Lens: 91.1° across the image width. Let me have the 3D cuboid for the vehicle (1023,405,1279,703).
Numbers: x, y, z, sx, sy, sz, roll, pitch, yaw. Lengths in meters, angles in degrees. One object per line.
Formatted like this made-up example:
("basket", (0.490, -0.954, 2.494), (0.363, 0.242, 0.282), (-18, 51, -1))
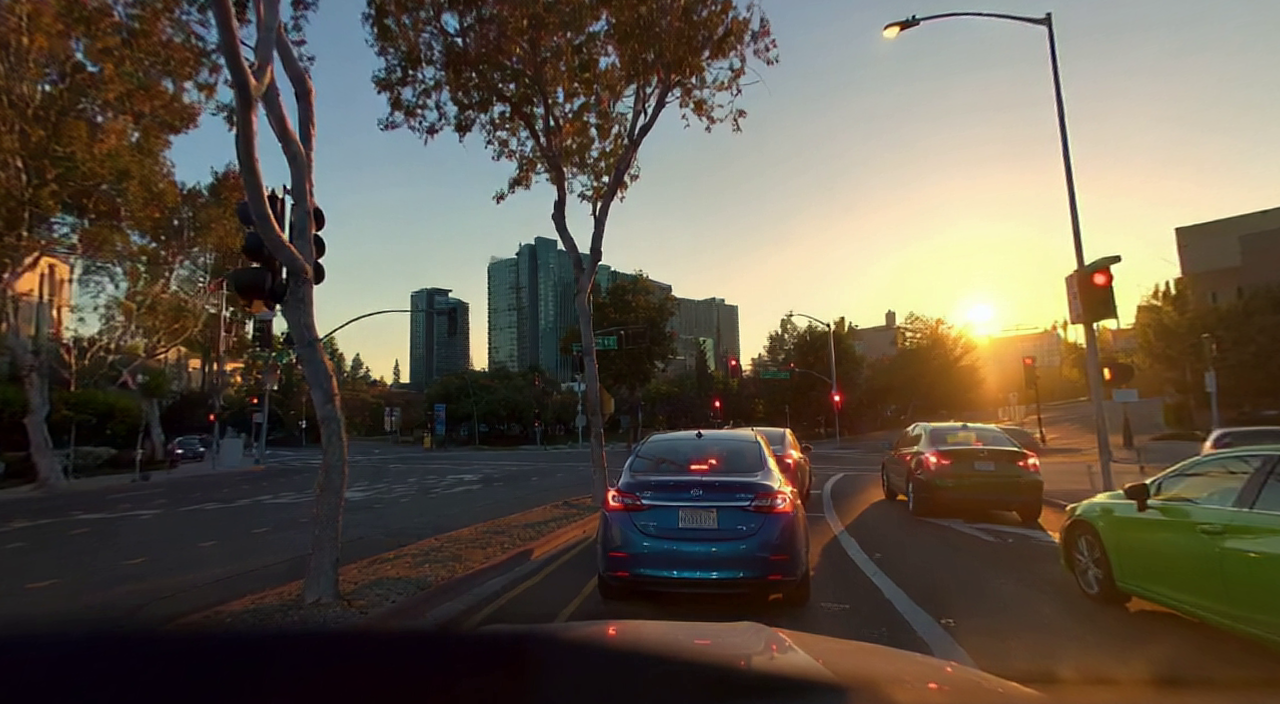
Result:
("vehicle", (4.242, 1.062, 3.370), (1.954, 1.508, 4.441), (-1, -8, 6))

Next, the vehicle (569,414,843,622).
("vehicle", (0.855, 1.499, 6.691), (2.052, 1.483, 3.928), (-2, -8, 12))

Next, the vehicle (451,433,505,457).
("vehicle", (-12.466, 7.133, 48.193), (1.972, 1.705, 4.457), (8, -11, -44))

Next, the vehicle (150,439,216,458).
("vehicle", (-35.394, 7.450, 48.635), (1.652, 1.433, 3.733), (-7, -11, 40))

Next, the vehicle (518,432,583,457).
("vehicle", (-5.961, 6.114, 41.553), (1.932, 1.573, 4.509), (8, -12, -44))

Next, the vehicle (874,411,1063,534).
("vehicle", (5.540, 2.046, 11.289), (2.102, 1.717, 4.373), (-2, -9, 16))
